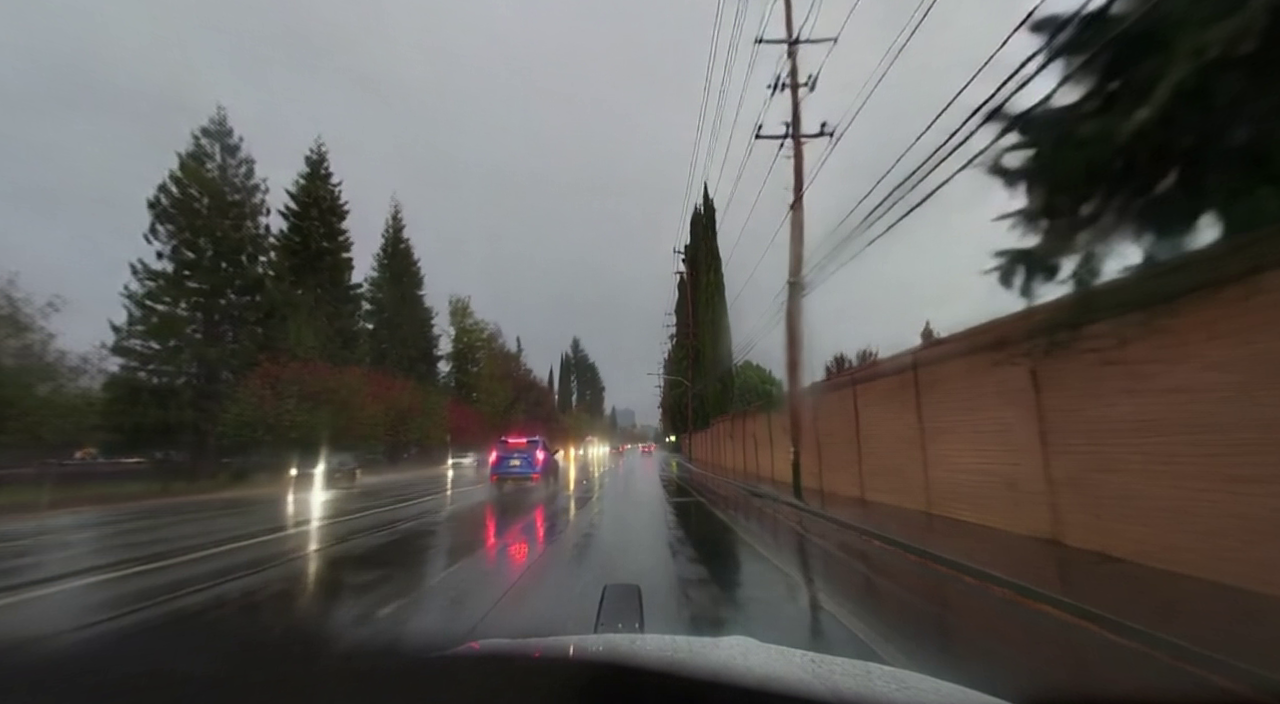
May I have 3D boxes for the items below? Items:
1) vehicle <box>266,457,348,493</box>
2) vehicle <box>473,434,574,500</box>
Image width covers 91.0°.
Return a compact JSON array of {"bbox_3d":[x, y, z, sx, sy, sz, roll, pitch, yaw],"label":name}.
[{"bbox_3d":[-16.041,5.913,30.548,1.766,1.554,3.887,0,-9,1],"label":"vehicle"},{"bbox_3d":[-3.373,3.424,19.173,2.147,1.730,4.555,0,-9,1],"label":"vehicle"}]
